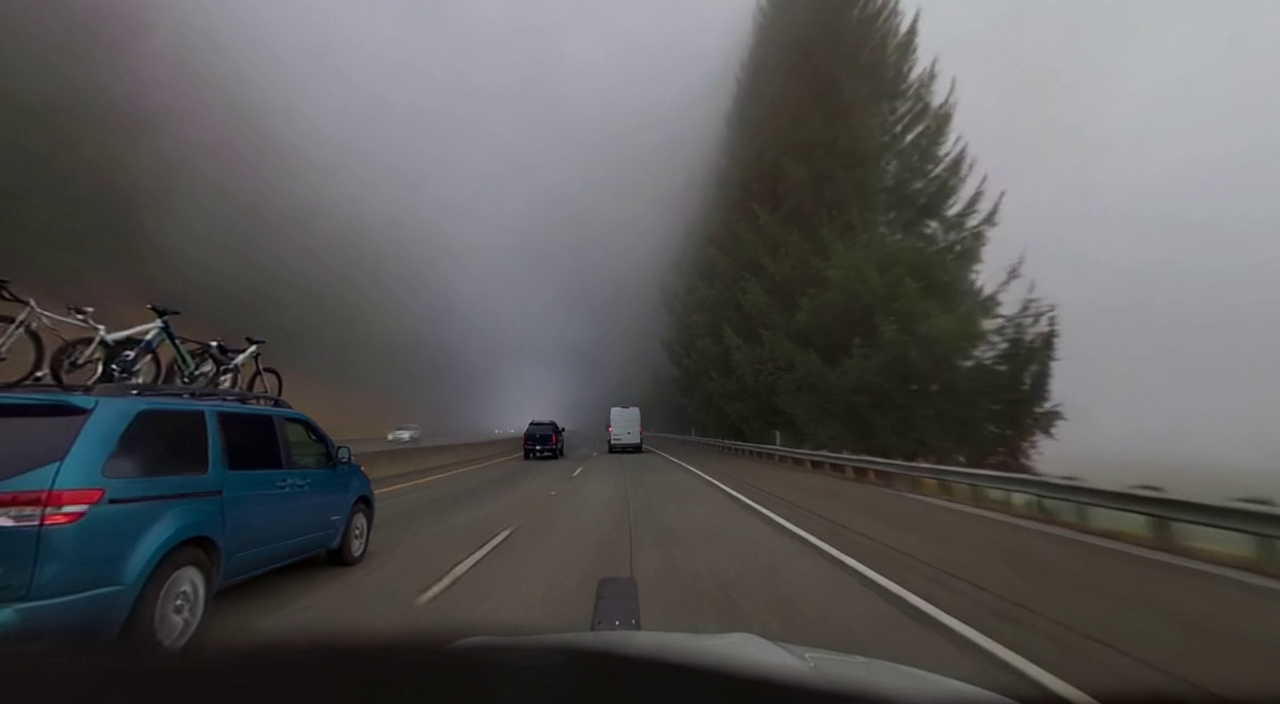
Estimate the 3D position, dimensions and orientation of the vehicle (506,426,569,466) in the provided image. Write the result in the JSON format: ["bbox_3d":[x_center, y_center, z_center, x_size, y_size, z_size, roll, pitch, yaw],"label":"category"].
[{"bbox_3d":[-4.434,4.139,28.041,2.110,1.636,4.453,0,-8,-1],"label":"vehicle"}]

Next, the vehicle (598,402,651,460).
[{"bbox_3d":[-0.905,4.380,34.710,2.647,2.896,6.480,0,-8,-2],"label":"vehicle"}]

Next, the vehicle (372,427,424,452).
[{"bbox_3d":[-17.417,6.331,45.631,1.896,1.674,4.911,0,-8,-1],"label":"vehicle"}]

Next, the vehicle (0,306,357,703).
[{"bbox_3d":[-3.672,0.830,3.545,2.069,1.751,4.720,0,-8,-2],"label":"vehicle"}]
